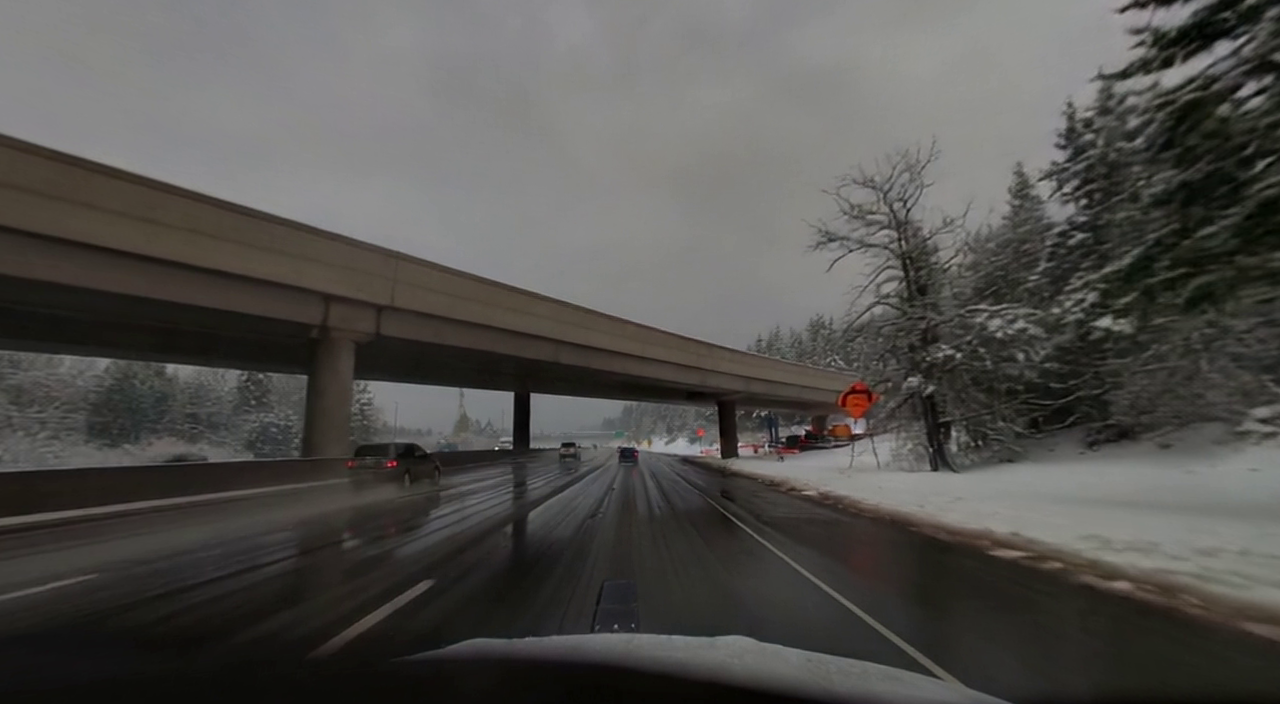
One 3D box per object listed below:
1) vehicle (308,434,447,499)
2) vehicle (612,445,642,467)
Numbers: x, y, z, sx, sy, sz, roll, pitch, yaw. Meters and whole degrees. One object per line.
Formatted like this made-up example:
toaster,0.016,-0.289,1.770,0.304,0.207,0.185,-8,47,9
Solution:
vehicle,-7.275,3.209,18.103,2.128,1.604,4.279,0,-9,0
vehicle,-0.891,7.362,44.998,2.051,1.459,4.092,0,-9,0
